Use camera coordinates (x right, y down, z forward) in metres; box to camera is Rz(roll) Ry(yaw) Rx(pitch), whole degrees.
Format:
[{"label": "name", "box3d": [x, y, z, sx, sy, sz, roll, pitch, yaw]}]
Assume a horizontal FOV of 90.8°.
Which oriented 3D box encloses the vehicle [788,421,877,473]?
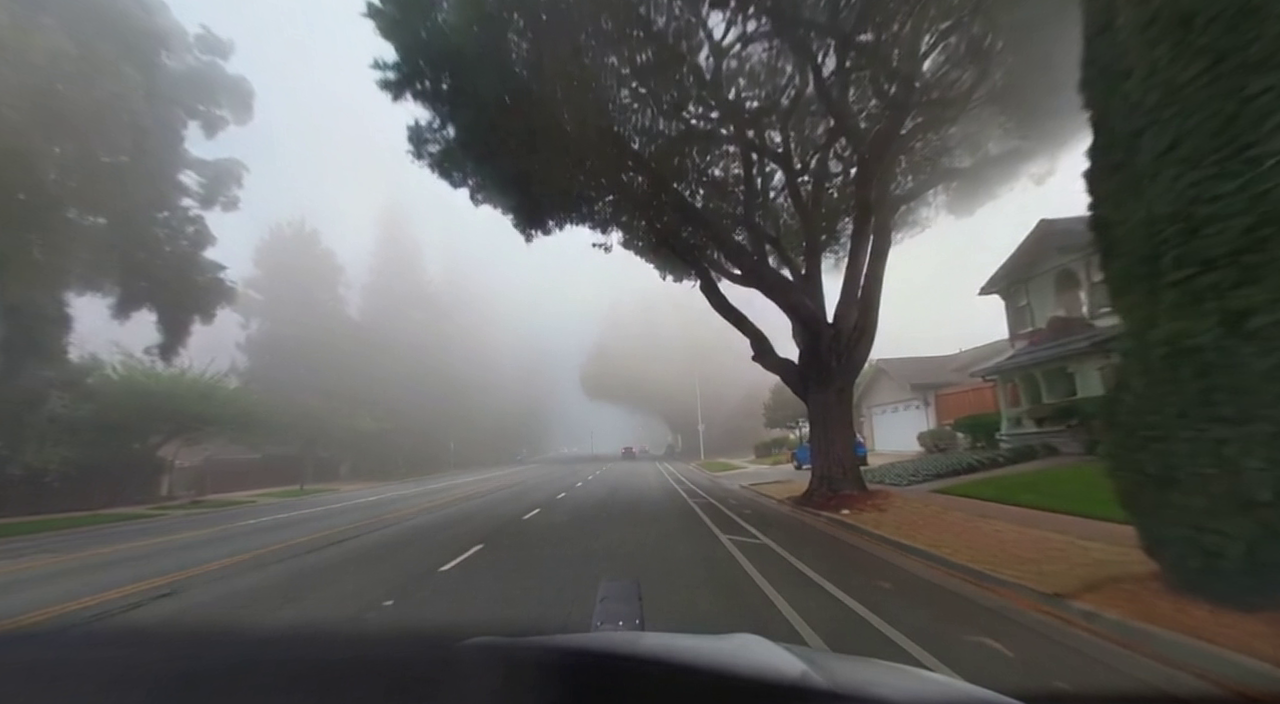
[{"label": "vehicle", "box3d": [8.047, 4.086, 26.971, 2.051, 1.801, 4.785, -5, -9, -2]}]
